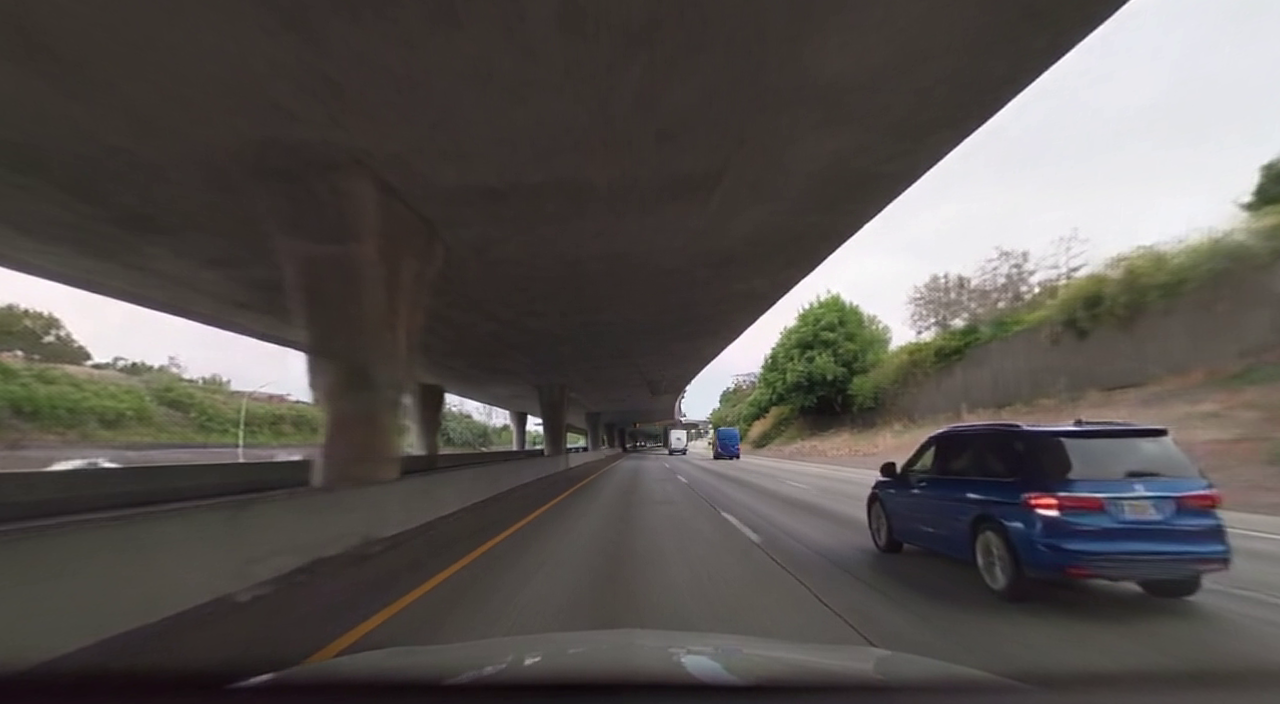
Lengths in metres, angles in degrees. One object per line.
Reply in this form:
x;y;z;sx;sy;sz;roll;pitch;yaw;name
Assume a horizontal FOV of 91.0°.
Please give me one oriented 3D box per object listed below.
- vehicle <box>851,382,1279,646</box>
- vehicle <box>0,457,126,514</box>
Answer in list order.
4.002;1.366;6.346;2.148;1.691;4.443;0;-9;-1;vehicle
-43.859;9.608;46.304;2.907;3.595;10.577;0;-8;1;vehicle
